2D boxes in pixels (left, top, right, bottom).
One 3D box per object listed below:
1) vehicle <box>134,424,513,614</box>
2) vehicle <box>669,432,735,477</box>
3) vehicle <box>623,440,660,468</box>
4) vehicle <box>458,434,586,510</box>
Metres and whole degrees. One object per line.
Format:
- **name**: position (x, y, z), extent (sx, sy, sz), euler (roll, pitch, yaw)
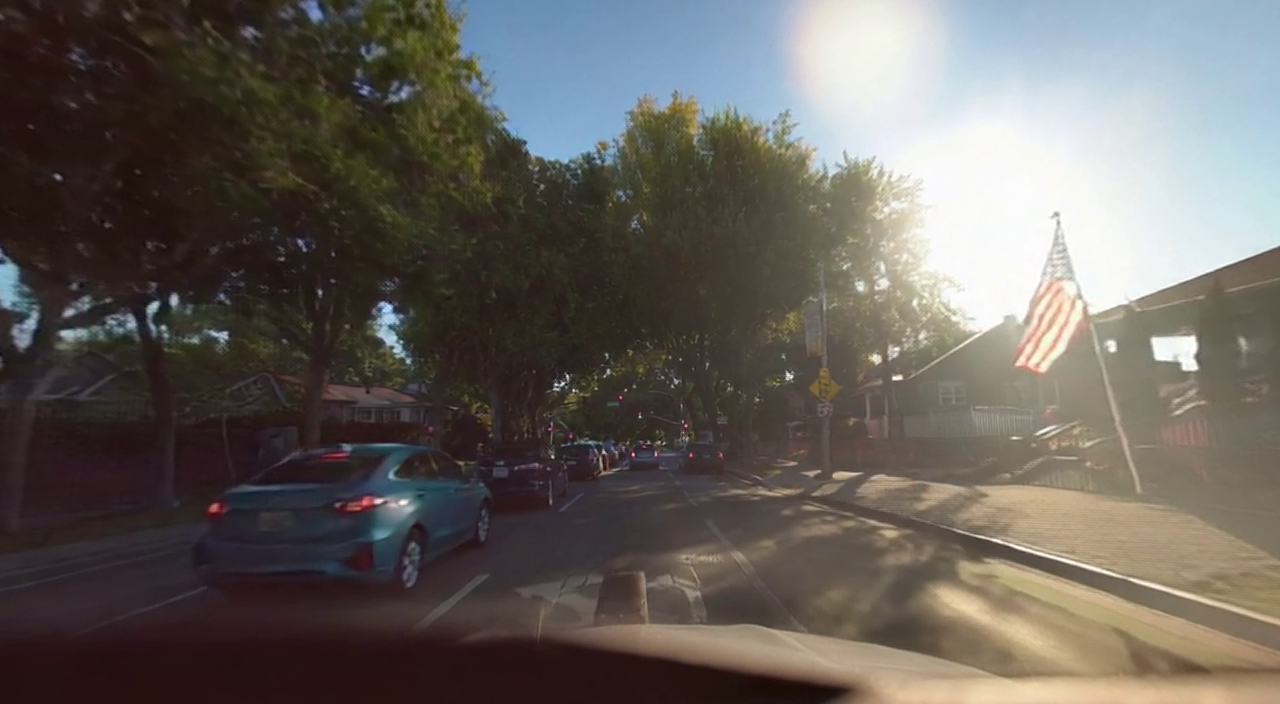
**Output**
- **vehicle**: position (-2.954, 1.656, 7.241), extent (1.970, 1.477, 4.380), euler (-1, -9, 2)
- **vehicle**: position (2.511, 4.318, 26.773), extent (2.258, 1.682, 4.635), euler (0, -9, -1)
- **vehicle**: position (0.069, 5.575, 34.595), extent (1.927, 1.453, 3.848), euler (0, -9, 0)
- **vehicle**: position (-2.540, 2.735, 14.855), extent (2.081, 1.488, 4.566), euler (0, -9, 1)
